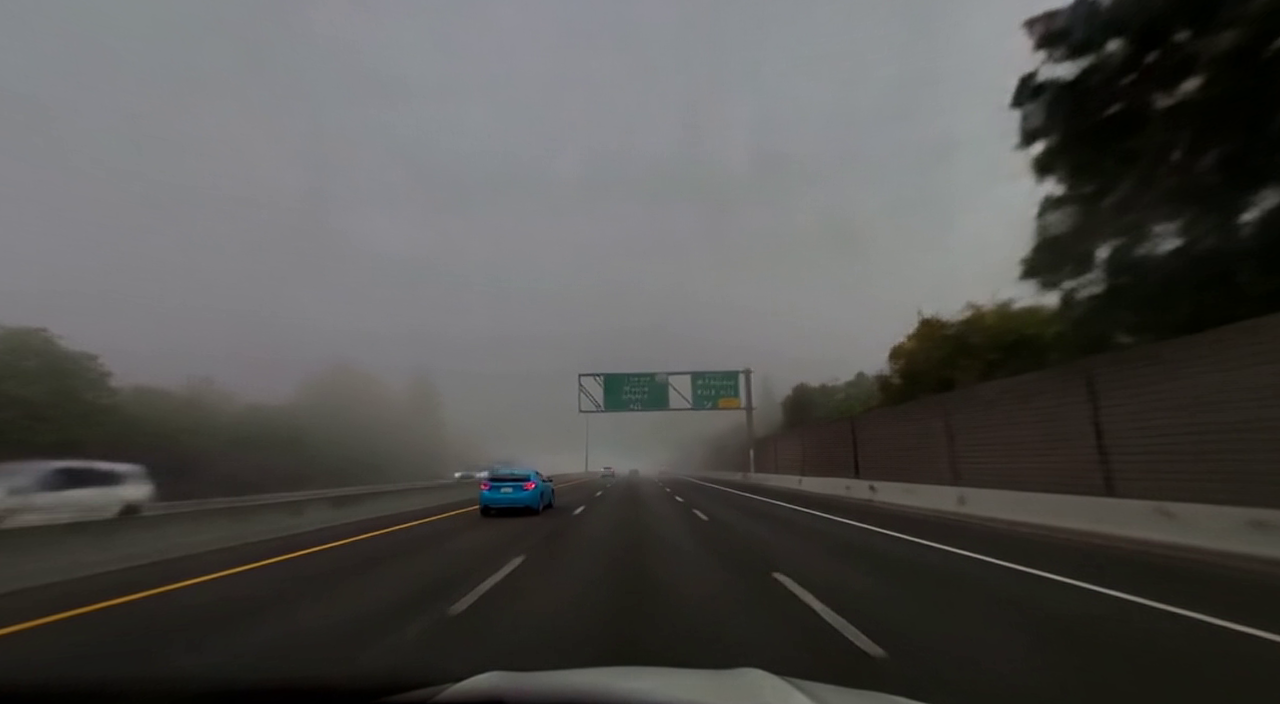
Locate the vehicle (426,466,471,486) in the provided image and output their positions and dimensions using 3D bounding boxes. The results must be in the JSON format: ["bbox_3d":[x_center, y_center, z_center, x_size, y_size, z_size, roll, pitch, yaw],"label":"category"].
[{"bbox_3d":[-13.945,9.077,46.152,1.848,1.321,4.499,1,-10,1],"label":"vehicle"}]

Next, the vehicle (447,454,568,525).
[{"bbox_3d":[-3.126,3.406,15.969,2.045,1.487,4.582,1,-10,0],"label":"vehicle"}]
